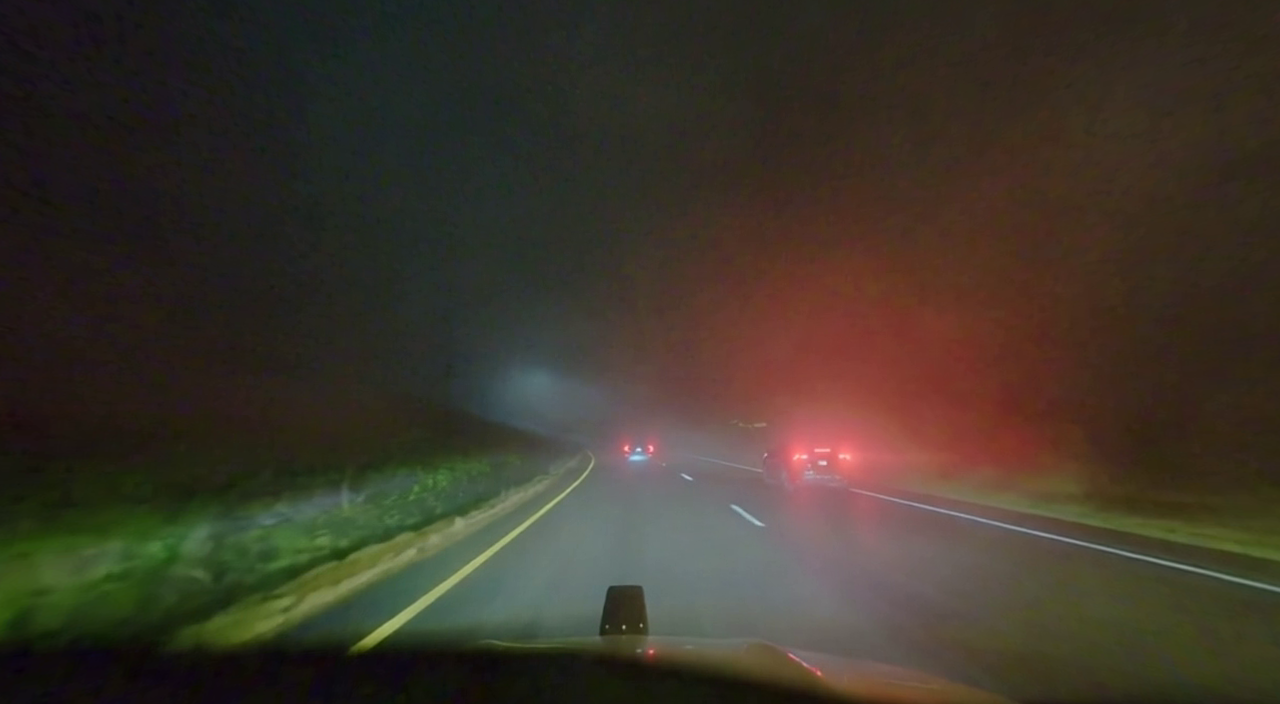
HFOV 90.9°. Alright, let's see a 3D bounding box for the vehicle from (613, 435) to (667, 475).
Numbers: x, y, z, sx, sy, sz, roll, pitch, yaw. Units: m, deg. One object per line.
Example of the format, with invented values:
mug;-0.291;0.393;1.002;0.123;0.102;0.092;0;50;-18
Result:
vehicle;-0.078;4.210;25.984;2.029;1.474;4.183;0;-8;-2
